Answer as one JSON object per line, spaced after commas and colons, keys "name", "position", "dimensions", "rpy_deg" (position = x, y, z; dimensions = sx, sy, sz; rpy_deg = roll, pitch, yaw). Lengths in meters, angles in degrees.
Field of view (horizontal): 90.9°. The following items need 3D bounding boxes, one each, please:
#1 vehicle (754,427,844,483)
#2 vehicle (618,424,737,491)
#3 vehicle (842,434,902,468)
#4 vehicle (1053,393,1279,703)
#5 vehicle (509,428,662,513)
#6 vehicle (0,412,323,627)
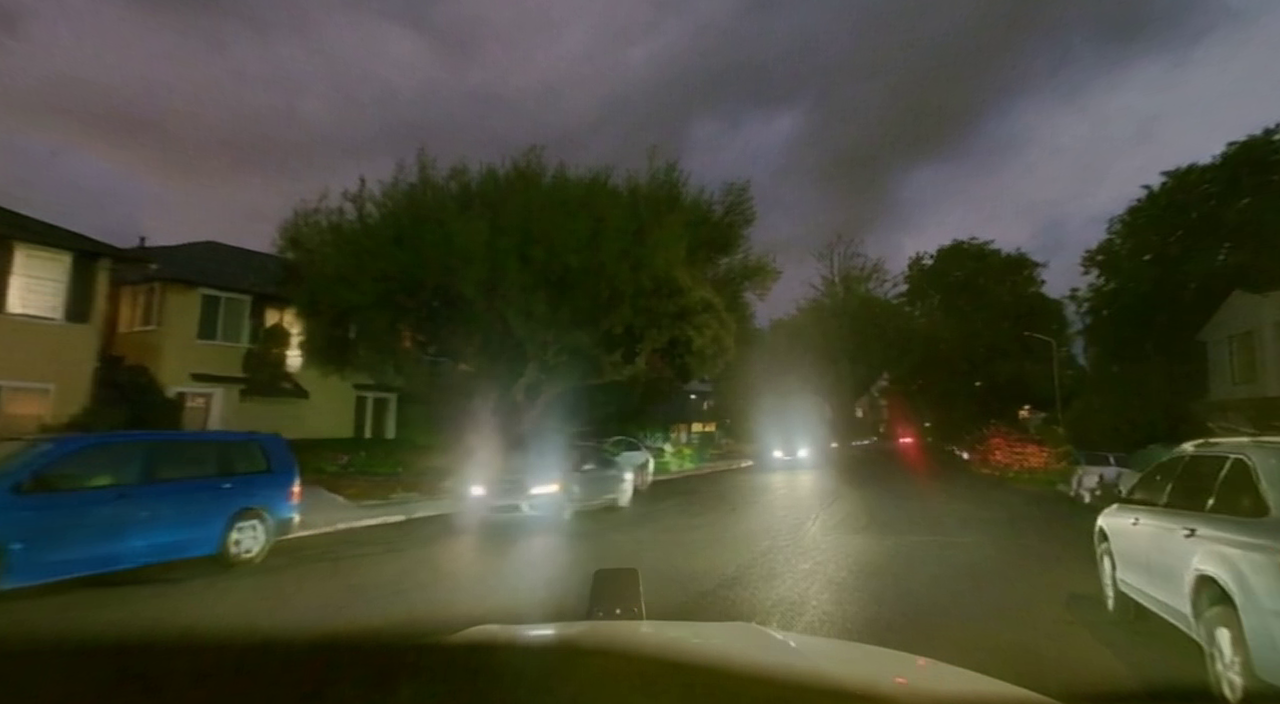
{"name": "vehicle", "position": [5.501, 3.410, 21.363], "dimensions": [1.959, 1.670, 4.255], "rpy_deg": [-4, -9, 27]}
{"name": "vehicle", "position": [1.266, 3.101, 19.051], "dimensions": [1.872, 1.670, 4.428], "rpy_deg": [-8, -9, 26]}
{"name": "vehicle", "position": [11.120, 4.661, 30.012], "dimensions": [1.889, 1.505, 3.849], "rpy_deg": [-5, -9, 31]}
{"name": "vehicle", "position": [3.827, 1.024, 3.173], "dimensions": [2.008, 1.507, 4.226], "rpy_deg": [-3, -8, 21]}
{"name": "vehicle", "position": [-1.047, 2.512, 14.037], "dimensions": [1.828, 1.488, 3.785], "rpy_deg": [-4, -6, 22]}
{"name": "vehicle", "position": [-5.010, 1.302, 5.572], "dimensions": [1.798, 1.507, 3.513], "rpy_deg": [-2, -7, 23]}
